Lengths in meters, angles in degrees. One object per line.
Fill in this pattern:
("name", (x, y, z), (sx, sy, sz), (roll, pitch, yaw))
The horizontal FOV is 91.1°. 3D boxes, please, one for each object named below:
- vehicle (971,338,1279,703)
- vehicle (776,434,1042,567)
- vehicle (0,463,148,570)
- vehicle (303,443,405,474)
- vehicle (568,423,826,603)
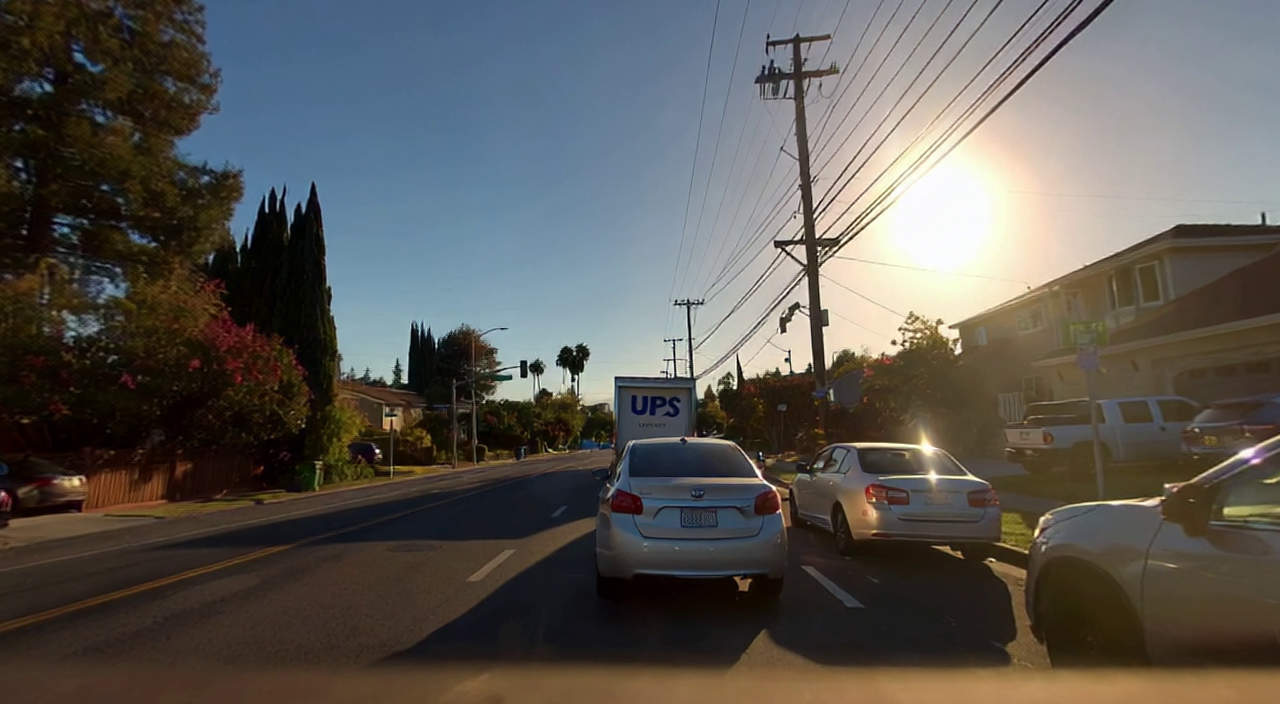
("vehicle", (3.308, 0.771, 1.911), (2.069, 1.722, 4.888), (0, -8, 2))
("vehicle", (3.518, 2.012, 9.361), (1.993, 1.479, 4.487), (0, -8, 0))
("vehicle", (-10.349, 2.495, 9.496), (1.925, 1.482, 4.753), (0, -8, 0))
("vehicle", (-17.397, 6.472, 38.312), (5.274, 1.793, 1.921), (0, -8, 3))
("vehicle", (0.475, 1.678, 7.519), (2.158, 1.499, 4.377), (0, -8, 0))
